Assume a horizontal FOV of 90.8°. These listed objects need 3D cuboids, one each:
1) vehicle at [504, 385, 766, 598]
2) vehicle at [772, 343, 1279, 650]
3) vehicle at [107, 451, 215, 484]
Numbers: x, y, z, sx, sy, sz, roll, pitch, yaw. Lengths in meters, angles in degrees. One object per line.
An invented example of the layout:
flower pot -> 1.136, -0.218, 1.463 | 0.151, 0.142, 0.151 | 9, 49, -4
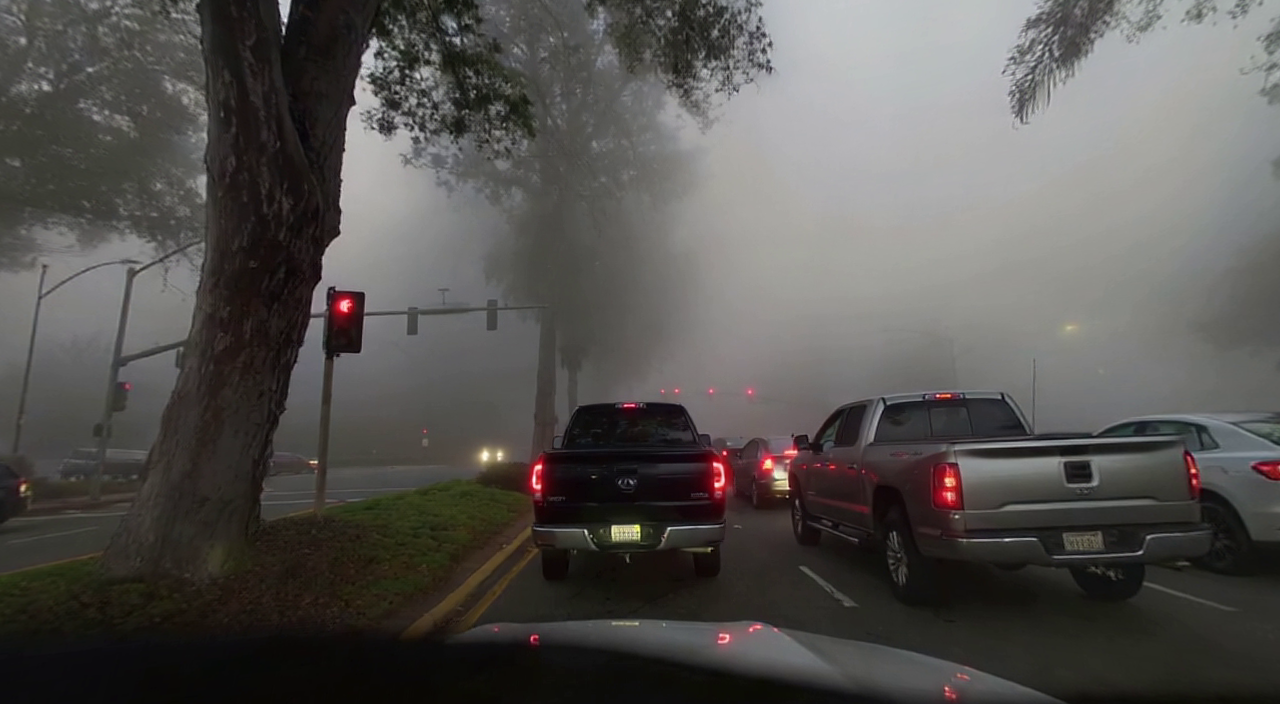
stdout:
vehicle -> -0.068, 1.571, 8.007 | 2.240, 1.821, 5.001 | 0, -9, -1
vehicle -> 3.317, 1.329, 6.936 | 2.412, 1.953, 5.682 | 0, -9, -1
vehicle -> -26.394, 6.332, 35.002 | 4.437, 1.669, 1.936 | 5, -10, -30
